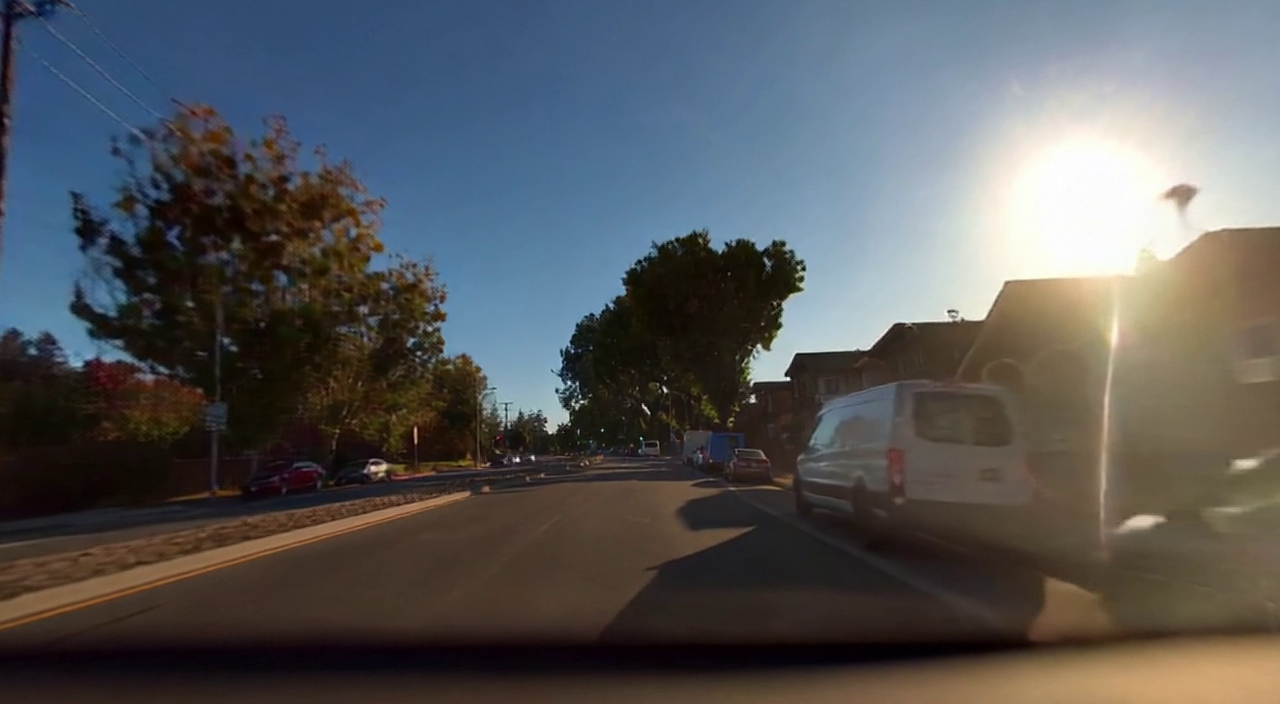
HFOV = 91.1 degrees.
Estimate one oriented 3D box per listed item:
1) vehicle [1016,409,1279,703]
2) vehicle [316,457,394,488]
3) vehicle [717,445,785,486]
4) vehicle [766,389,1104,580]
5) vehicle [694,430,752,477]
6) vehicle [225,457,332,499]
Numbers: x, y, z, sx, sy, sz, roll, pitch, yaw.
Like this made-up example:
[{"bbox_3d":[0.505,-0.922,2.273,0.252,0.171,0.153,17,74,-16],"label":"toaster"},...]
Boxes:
[{"bbox_3d":[3.620,0.914,2.150,1.830,1.484,4.639,0,-8,1],"label":"vehicle"},{"bbox_3d":[-15.231,6.455,33.857,1.944,1.454,4.581,0,-8,2],"label":"vehicle"},{"bbox_3d":[4.280,4.425,24.883,1.804,1.432,4.594,0,-8,0],"label":"vehicle"},{"bbox_3d":[3.740,1.864,9.816,2.372,2.008,6.181,0,-8,1],"label":"vehicle"},{"bbox_3d":[4.177,5.251,32.720,2.293,2.171,5.871,0,-8,1],"label":"vehicle"},{"bbox_3d":[-15.135,5.253,26.596,1.992,1.517,4.426,0,-8,-2],"label":"vehicle"}]
